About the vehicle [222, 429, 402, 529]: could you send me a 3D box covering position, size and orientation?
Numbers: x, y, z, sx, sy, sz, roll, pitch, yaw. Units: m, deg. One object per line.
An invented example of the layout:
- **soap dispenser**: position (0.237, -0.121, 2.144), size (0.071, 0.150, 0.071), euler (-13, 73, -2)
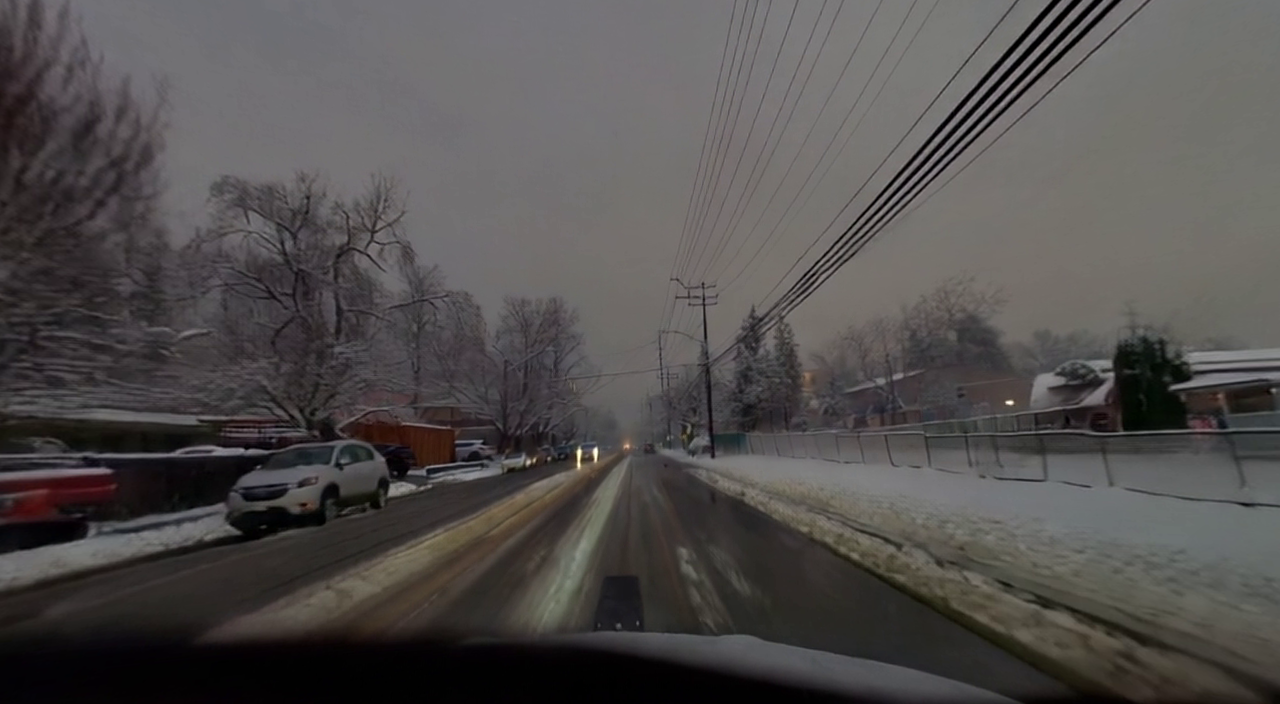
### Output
- **vehicle**: position (-6.884, 2.698, 13.847), size (1.932, 1.743, 4.079), euler (-2, -9, -3)

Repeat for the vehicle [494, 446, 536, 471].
- **vehicle**: position (-8.271, 7.075, 42.238), size (2.041, 1.480, 4.474), euler (-2, -9, -2)

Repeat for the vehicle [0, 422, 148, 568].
- **vehicle**: position (-10.506, 1.997, 9.188), size (4.872, 1.844, 2.095), euler (0, -8, 0)
